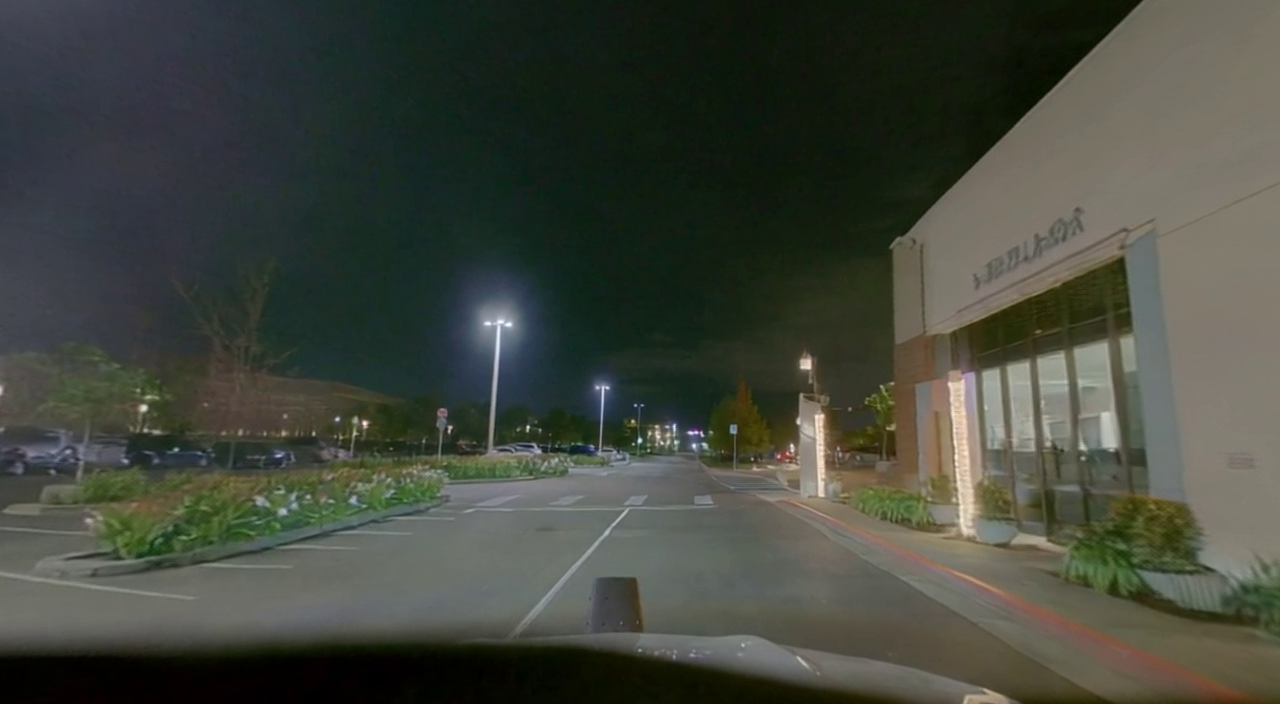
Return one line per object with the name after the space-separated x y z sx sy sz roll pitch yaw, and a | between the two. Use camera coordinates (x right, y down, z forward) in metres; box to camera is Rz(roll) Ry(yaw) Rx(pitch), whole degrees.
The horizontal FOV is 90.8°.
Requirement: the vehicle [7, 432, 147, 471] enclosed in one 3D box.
-24.874 4.421 28.163 1.876 1.591 4.470 -1 -8 5 | vehicle

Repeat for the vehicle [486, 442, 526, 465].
-9.740 7.385 46.267 1.892 1.597 4.259 0 -8 2 | vehicle

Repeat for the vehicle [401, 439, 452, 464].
-15.424 7.270 45.907 1.902 1.645 3.903 1 -10 7 | vehicle

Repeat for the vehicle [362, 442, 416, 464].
-18.245 7.345 46.068 1.909 1.474 3.908 -1 -8 7 | vehicle

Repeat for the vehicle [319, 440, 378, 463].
-21.209 7.262 46.146 1.773 1.498 4.085 2 -8 11 | vehicle

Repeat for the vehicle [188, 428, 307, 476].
-17.009 4.360 27.692 1.972 1.923 4.535 -1 -8 5 | vehicle

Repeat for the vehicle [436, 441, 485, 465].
-12.891 7.281 45.674 1.928 1.613 4.197 -1 -8 7 | vehicle
